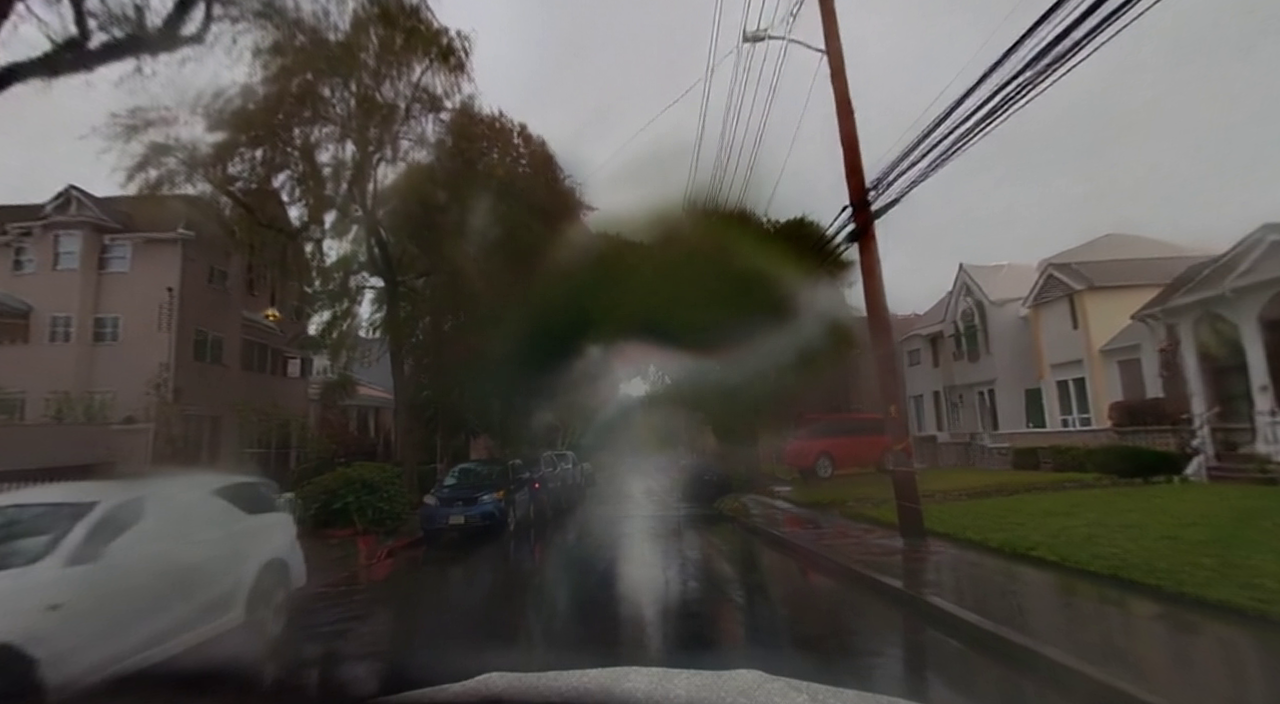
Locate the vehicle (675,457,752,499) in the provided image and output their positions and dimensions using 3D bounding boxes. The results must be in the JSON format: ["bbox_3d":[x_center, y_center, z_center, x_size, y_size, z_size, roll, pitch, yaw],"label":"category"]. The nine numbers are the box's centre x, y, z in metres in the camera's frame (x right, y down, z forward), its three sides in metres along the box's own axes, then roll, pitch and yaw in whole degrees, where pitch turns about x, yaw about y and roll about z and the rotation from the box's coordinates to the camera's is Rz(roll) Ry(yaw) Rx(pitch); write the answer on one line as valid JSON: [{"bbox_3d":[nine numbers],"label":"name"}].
[{"bbox_3d":[3.142,5.357,27.189,3.005,1.535,4.025,-1,-8,6],"label":"vehicle"}]

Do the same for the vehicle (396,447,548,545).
[{"bbox_3d":[-3.144,2.752,12.948,2.081,1.589,4.691,0,-8,-4],"label":"vehicle"}]

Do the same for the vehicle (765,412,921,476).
[{"bbox_3d":[6.360,2.926,20.128,4.249,1.905,1.904,0,-8,-2],"label":"vehicle"}]

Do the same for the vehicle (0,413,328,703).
[{"bbox_3d":[-4.998,1.330,4.137,4.537,1.595,2.471,1,-14,-2],"label":"vehicle"}]
